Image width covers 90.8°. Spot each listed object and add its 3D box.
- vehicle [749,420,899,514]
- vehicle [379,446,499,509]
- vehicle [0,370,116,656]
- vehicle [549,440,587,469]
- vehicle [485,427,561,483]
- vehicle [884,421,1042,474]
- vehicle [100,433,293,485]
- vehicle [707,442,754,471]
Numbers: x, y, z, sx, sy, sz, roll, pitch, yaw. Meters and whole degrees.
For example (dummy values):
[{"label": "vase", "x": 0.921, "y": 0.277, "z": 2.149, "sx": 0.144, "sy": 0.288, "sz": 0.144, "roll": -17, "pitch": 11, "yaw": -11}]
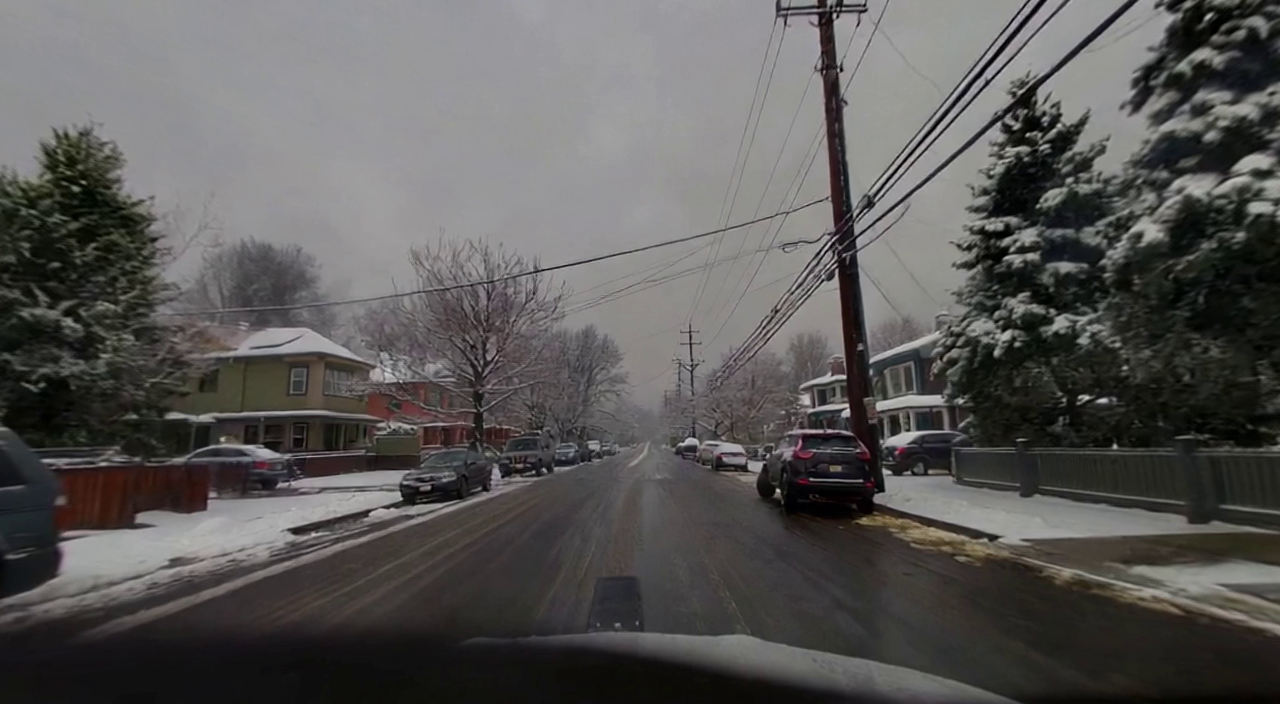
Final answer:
[{"label": "vehicle", "x": 3.872, "y": 2.507, "z": 14.198, "sx": 2.049, "sy": 1.776, "sz": 4.285, "roll": 0, "pitch": -9, "yaw": 0}, {"label": "vehicle", "x": -5.330, "y": 3.348, "z": 17.402, "sx": 1.824, "sy": 1.417, "sz": 4.395, "roll": -2, "pitch": -8, "yaw": 1}, {"label": "vehicle", "x": -5.486, "y": 0.909, "z": 2.794, "sx": 2.211, "sy": 1.914, "sz": 4.728, "roll": -2, "pitch": -8, "yaw": 1}, {"label": "vehicle", "x": -4.797, "y": 6.888, "z": 42.616, "sx": 1.873, "sy": 1.709, "sz": 4.206, "roll": -4, "pitch": -8, "yaw": 1}, {"label": "vehicle", "x": -5.073, "y": 4.551, "z": 28.245, "sx": 2.242, "sy": 2.135, "sz": 5.566, "roll": -2, "pitch": -8, "yaw": 1}, {"label": "vehicle", "x": 11.763, "y": 3.507, "z": 23.280, "sx": 4.659, "sy": 1.819, "sz": 2.001, "roll": 0, "pitch": -8, "yaw": 0}, {"label": "vehicle", "x": -16.316, "y": 3.944, "z": 23.390, "sx": 5.908, "sy": 1.762, "sz": 2.107, "roll": -2, "pitch": -9, "yaw": 8}, {"label": "vehicle", "x": 4.694, "y": 5.486, "z": 33.400, "sx": 1.893, "sy": 1.437, "sz": 4.369, "roll": 0, "pitch": -8, "yaw": 0}]
